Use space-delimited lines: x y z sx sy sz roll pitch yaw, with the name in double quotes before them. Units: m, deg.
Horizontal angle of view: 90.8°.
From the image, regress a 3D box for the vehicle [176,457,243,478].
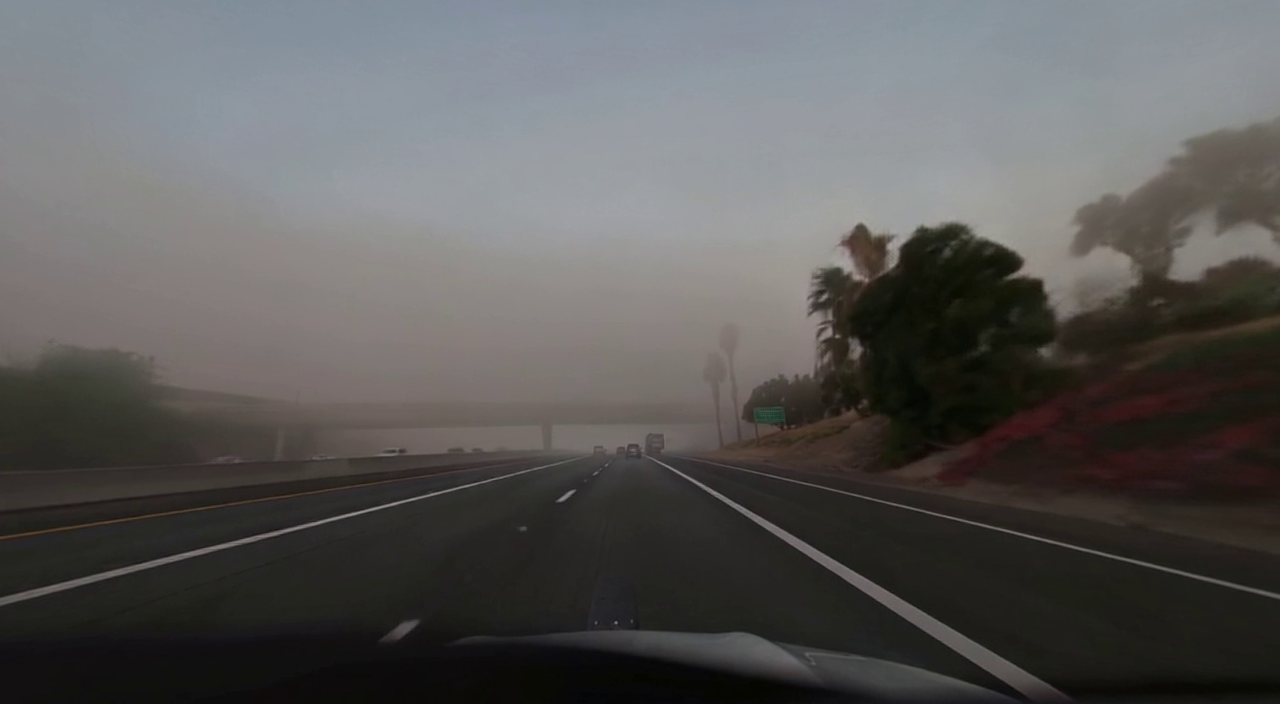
"vehicle" -33.008 8.845 48.574 1.823 1.485 4.805 0 -8 -1
